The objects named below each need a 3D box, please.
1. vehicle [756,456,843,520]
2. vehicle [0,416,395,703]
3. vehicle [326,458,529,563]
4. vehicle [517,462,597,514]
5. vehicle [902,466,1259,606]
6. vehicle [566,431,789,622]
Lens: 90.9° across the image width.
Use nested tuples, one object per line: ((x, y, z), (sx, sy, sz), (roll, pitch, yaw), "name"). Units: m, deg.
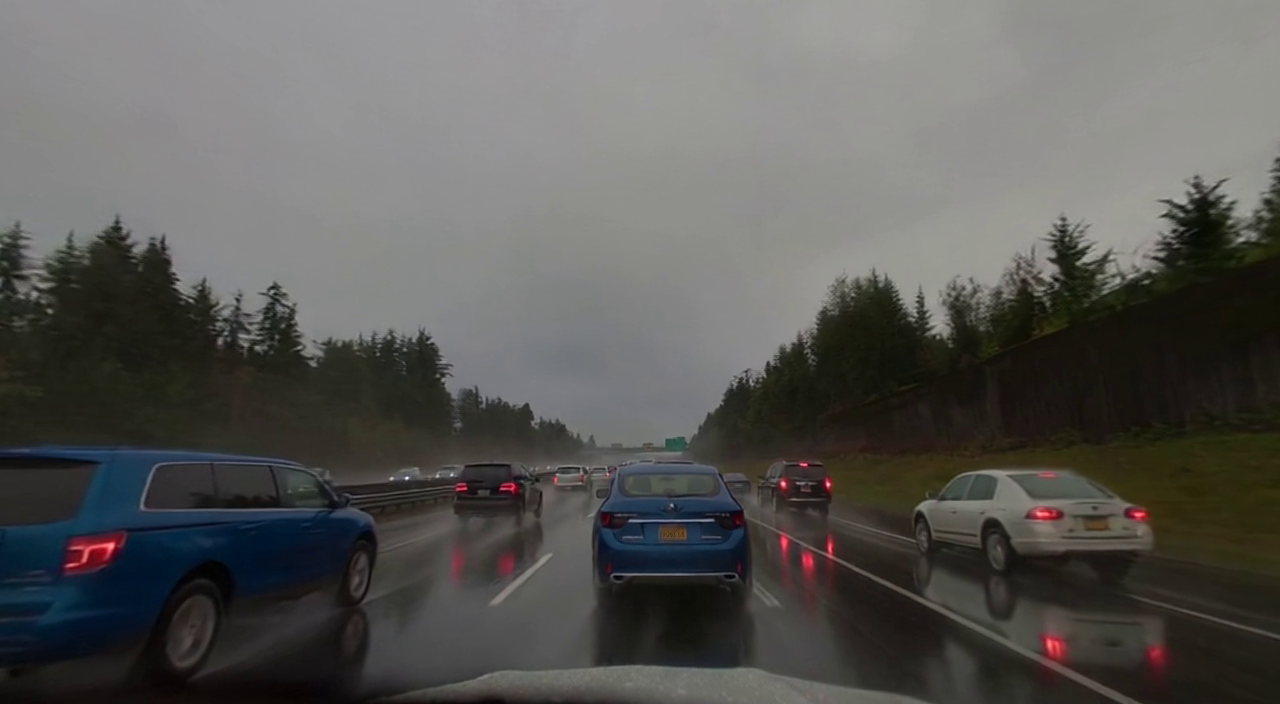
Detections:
((5.235, 4.504, 21.256), (1.984, 1.876, 4.287), (0, -11, 3), "vehicle")
((-3.776, 1.431, 4.776), (1.994, 1.556, 4.263), (0, -11, 1), "vehicle")
((-3.564, 2.777, 11.696), (1.960, 1.502, 4.593), (0, -11, 3), "vehicle")
((-2.886, 4.876, 22.964), (2.014, 1.654, 4.254), (0, -11, 4), "vehicle")
((5.651, 2.389, 9.021), (1.919, 1.437, 4.436), (1, -11, 1), "vehicle")
((0.372, 2.007, 7.999), (2.057, 1.725, 4.126), (1, -11, 0), "vehicle")
